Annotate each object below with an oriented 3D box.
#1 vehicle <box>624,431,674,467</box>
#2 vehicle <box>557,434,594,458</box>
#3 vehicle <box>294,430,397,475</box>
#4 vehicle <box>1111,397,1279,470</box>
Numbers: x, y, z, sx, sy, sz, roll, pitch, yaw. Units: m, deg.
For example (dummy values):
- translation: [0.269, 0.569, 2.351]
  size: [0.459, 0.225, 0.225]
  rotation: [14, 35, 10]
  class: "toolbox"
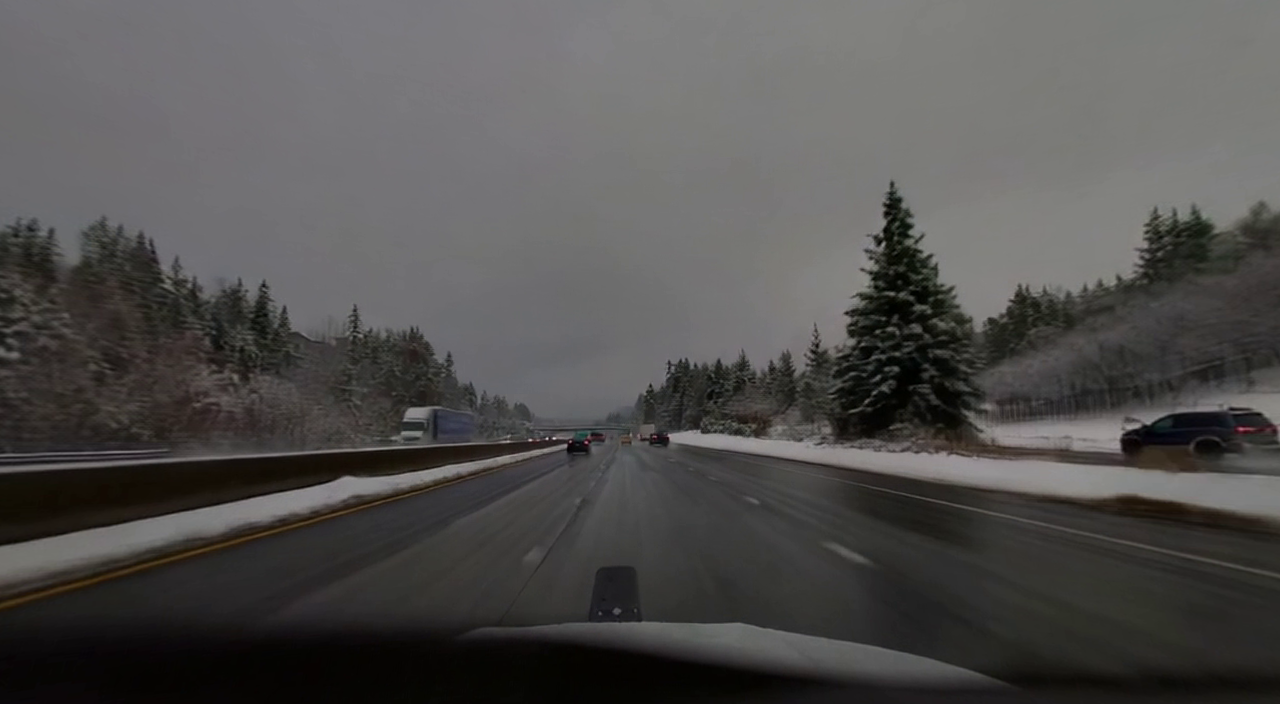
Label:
- translation: [0.354, 4.423, 28.953]
  size: [2.086, 1.554, 3.875]
  rotation: [0, -8, -2]
  class: "vehicle"
- translation: [-4.090, 6.032, 40.496]
  size: [2.014, 1.471, 4.380]
  rotation: [0, -8, -1]
  class: "vehicle"
- translation: [-11.925, 4.098, 25.958]
  size: [2.083, 1.640, 4.552]
  rotation: [0, -8, -1]
  class: "vehicle"
- translation: [22.325, 3.290, 25.138]
  size: [2.232, 2.540, 6.015]
  rotation: [0, -8, -1]
  class: "vehicle"
